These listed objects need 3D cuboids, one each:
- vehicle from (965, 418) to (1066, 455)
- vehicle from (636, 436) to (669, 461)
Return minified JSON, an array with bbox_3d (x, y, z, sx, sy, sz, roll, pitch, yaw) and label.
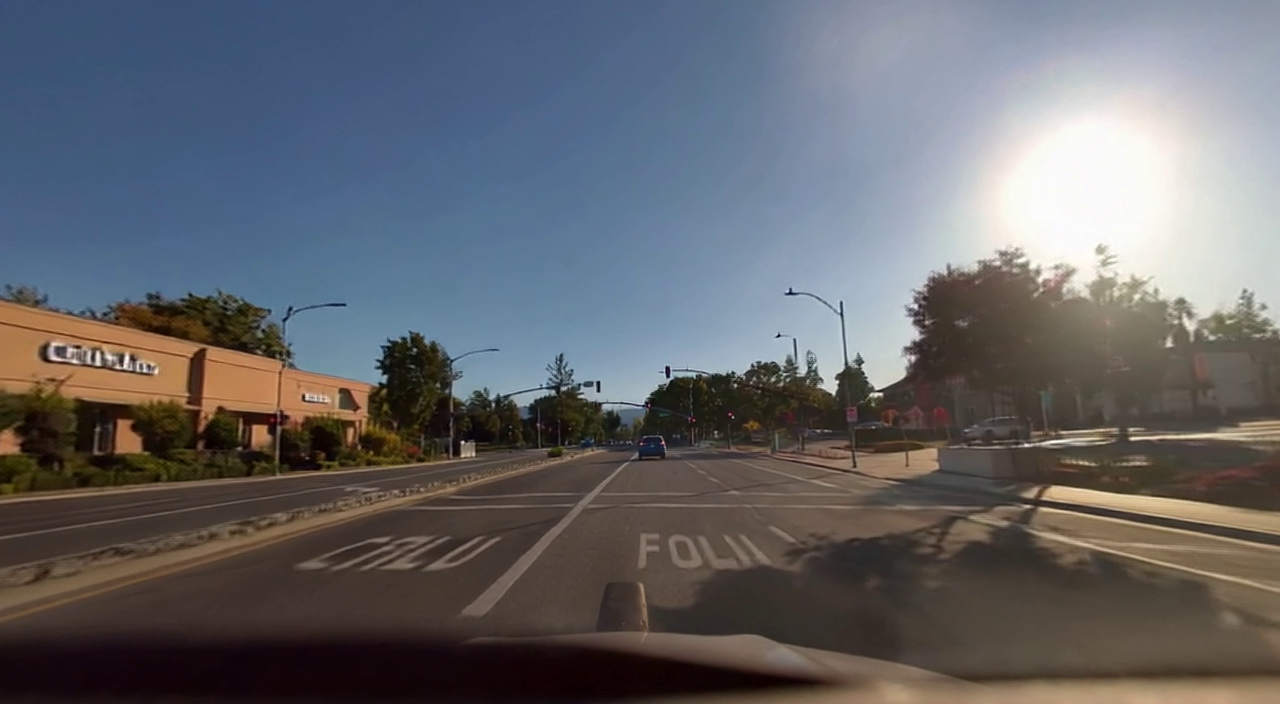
[{"bbox_3d":[23.833,5.445,40.481,2.647,2.185,6.556,-1,-8,2],"label":"vehicle"},{"bbox_3d":[0.743,6.200,40.533,2.028,1.478,4.545,0,-8,0],"label":"vehicle"}]
